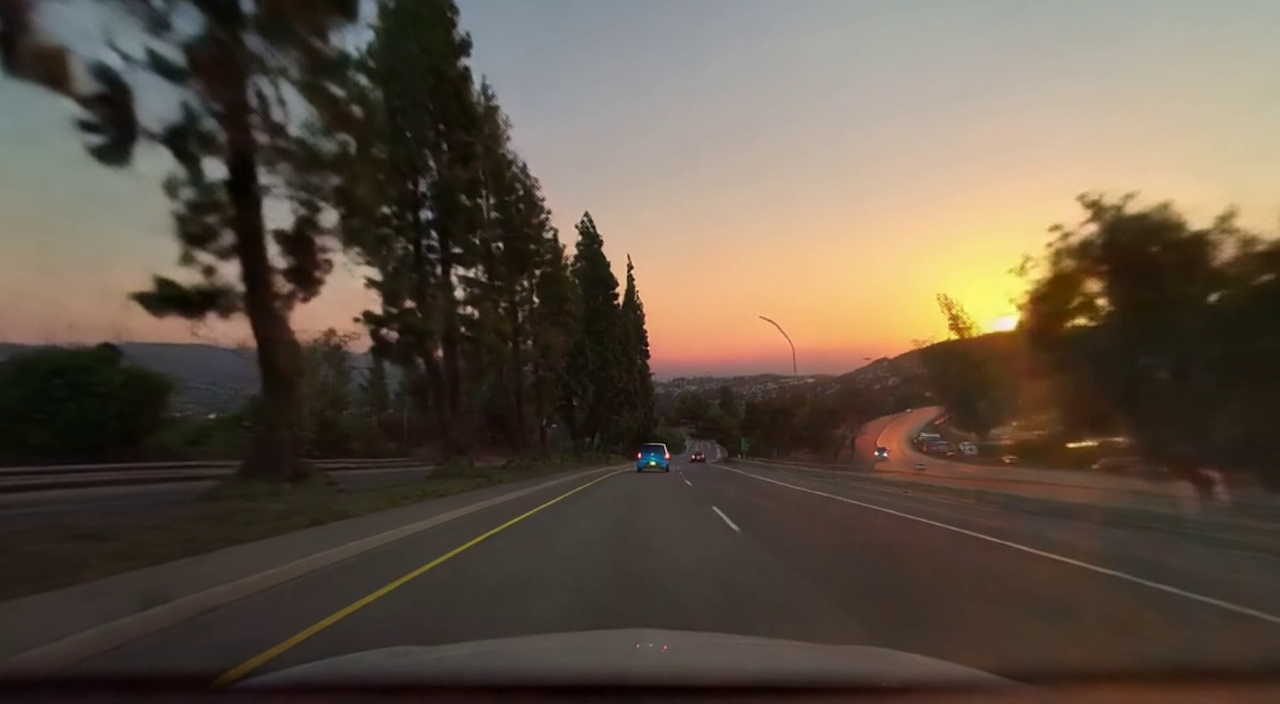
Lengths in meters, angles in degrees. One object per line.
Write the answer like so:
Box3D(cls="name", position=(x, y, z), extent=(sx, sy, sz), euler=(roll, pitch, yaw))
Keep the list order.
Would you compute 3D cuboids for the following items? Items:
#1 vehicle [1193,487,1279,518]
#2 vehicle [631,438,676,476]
Box3D(cls="vehicle", position=(47.810, 11.775, 49.231), extent=(6.211, 2.137, 2.358), euler=(-2, -9, 6))
Box3D(cls="vehicle", position=(0.843, 6.373, 38.302), extent=(2.546, 2.126, 5.153), euler=(-1, -9, 2))
